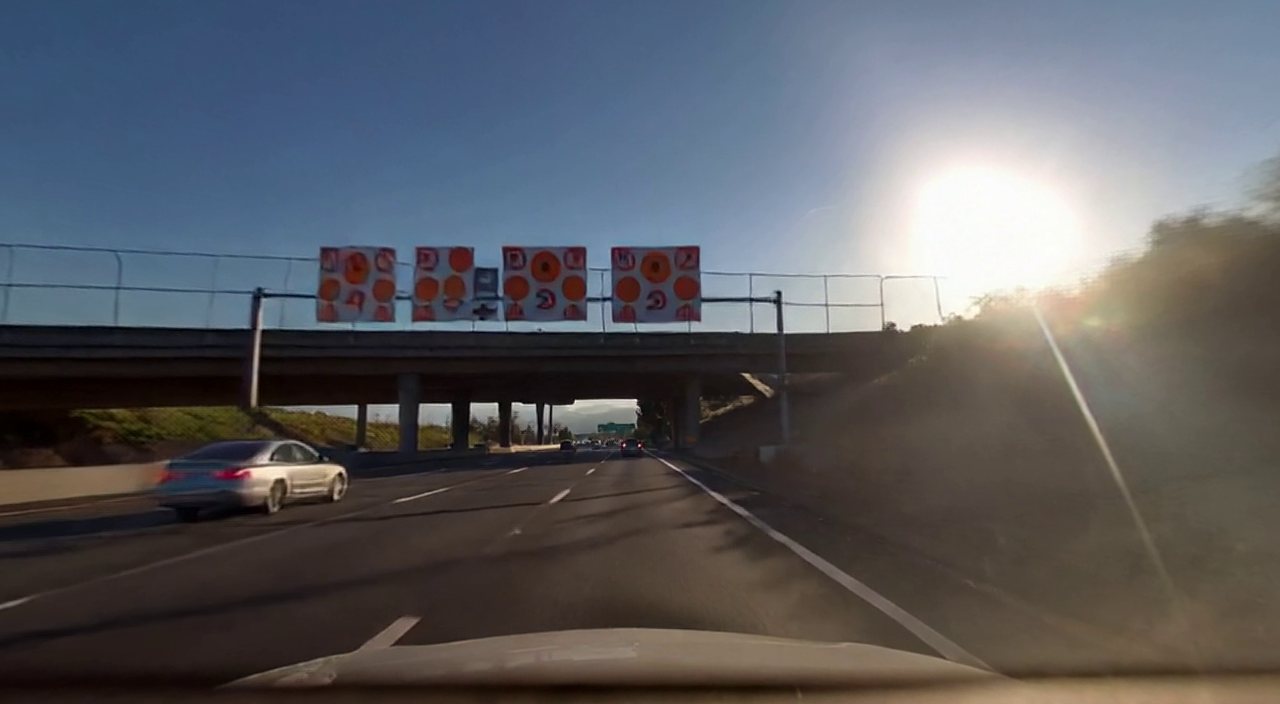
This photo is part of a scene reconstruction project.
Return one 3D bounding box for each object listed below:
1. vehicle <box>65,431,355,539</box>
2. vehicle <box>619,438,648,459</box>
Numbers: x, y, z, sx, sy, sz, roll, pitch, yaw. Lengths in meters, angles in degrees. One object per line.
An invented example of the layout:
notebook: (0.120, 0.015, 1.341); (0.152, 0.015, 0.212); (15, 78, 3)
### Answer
vehicle: (-7.200, 2.237, 11.366); (1.939, 1.504, 4.727); (0, -8, -1)
vehicle: (-0.485, 7.159, 46.758); (2.072, 1.440, 3.690); (0, -8, -1)
